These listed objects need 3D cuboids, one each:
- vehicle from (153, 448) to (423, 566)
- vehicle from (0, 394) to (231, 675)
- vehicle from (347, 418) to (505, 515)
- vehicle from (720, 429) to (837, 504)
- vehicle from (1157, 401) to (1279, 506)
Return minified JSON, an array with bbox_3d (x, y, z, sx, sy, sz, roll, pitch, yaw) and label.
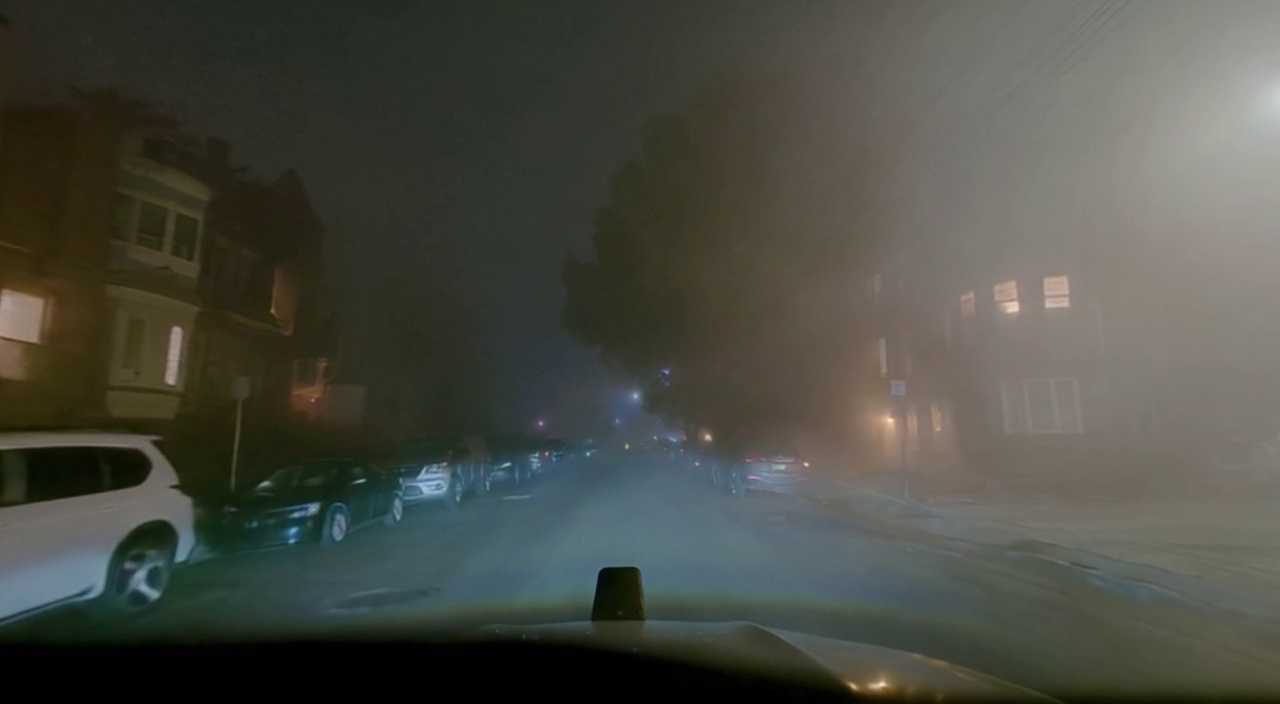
[{"bbox_3d":[-5.286,2.328,10.395,1.858,1.456,4.587,0,-8,-1],"label":"vehicle"},{"bbox_3d":[-5.279,1.218,4.232,2.042,1.850,4.758,0,-8,-3],"label":"vehicle"},{"bbox_3d":[-5.335,2.932,16.758,2.390,2.123,5.371,0,-8,-1],"label":"vehicle"},{"bbox_3d":[3.491,2.984,16.951,1.994,1.710,4.699,0,-8,-1],"label":"vehicle"},{"bbox_3d":[11.376,1.629,10.255,4.336,1.520,1.876,0,-8,-2],"label":"vehicle"}]
